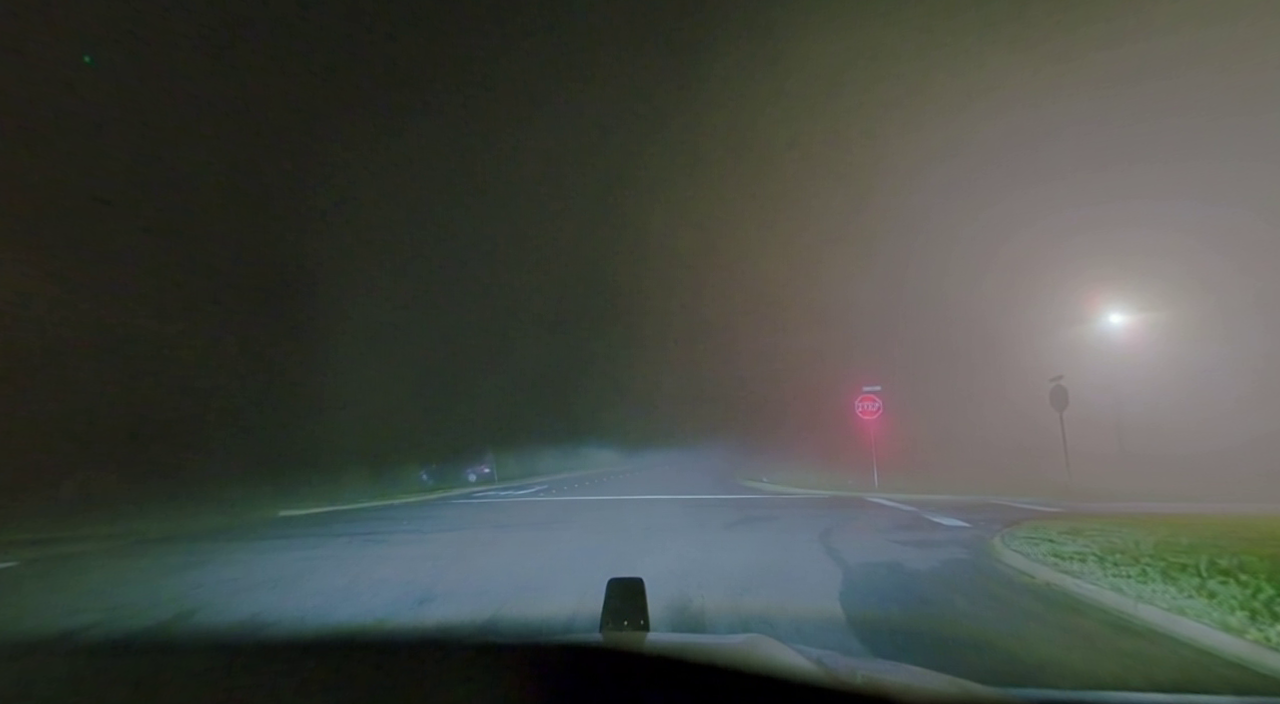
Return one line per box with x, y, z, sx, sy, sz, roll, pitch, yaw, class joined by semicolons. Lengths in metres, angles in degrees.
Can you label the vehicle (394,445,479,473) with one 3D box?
-12.680;6.671;39.407;4.590;1.735;1.973;0;-9;3;vehicle
